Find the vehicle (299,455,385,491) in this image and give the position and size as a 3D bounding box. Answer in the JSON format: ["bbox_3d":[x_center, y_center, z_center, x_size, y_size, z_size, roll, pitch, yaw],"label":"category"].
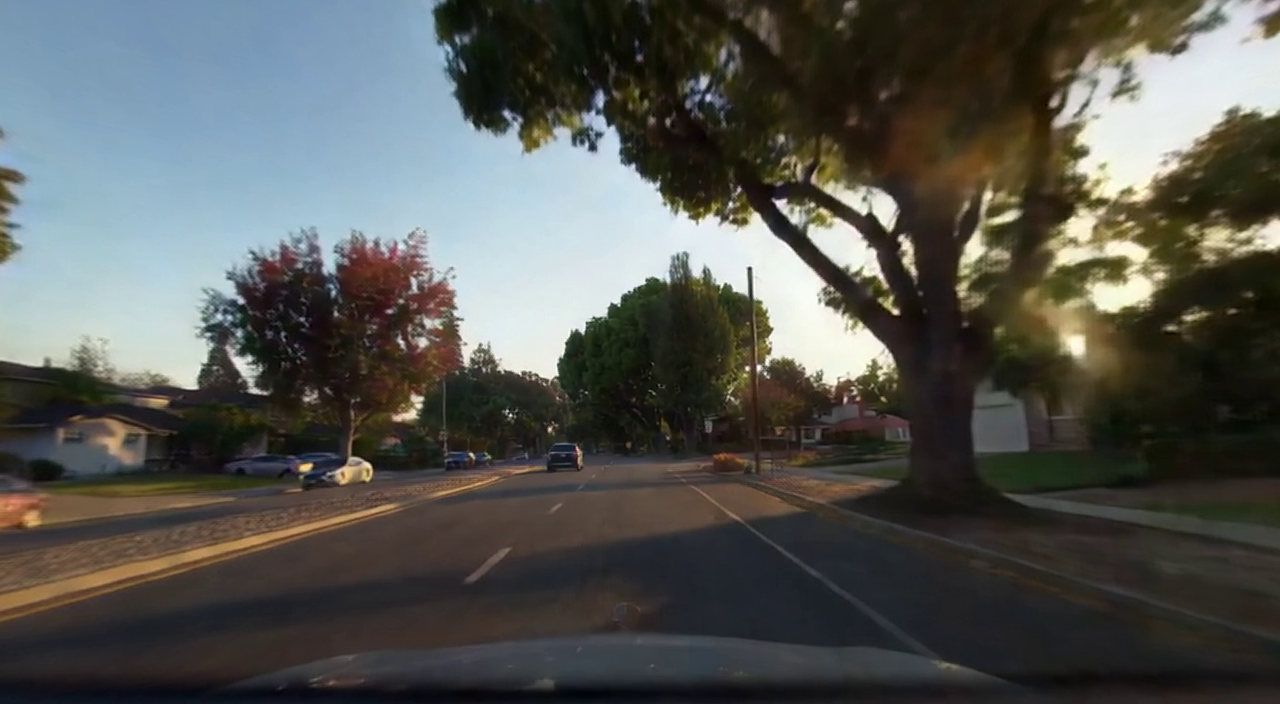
[{"bbox_3d":[-14.299,5.810,30.636,1.900,1.494,4.730,0,-8,-1],"label":"vehicle"}]

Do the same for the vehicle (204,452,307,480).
[{"bbox_3d":[-21.722,6.438,35.756,4.669,1.464,1.879,-1,-9,6],"label":"vehicle"}]

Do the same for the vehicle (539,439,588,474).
[{"bbox_3d":[-4.045,5.583,33.995,2.135,1.731,4.232,0,-8,0],"label":"vehicle"}]
